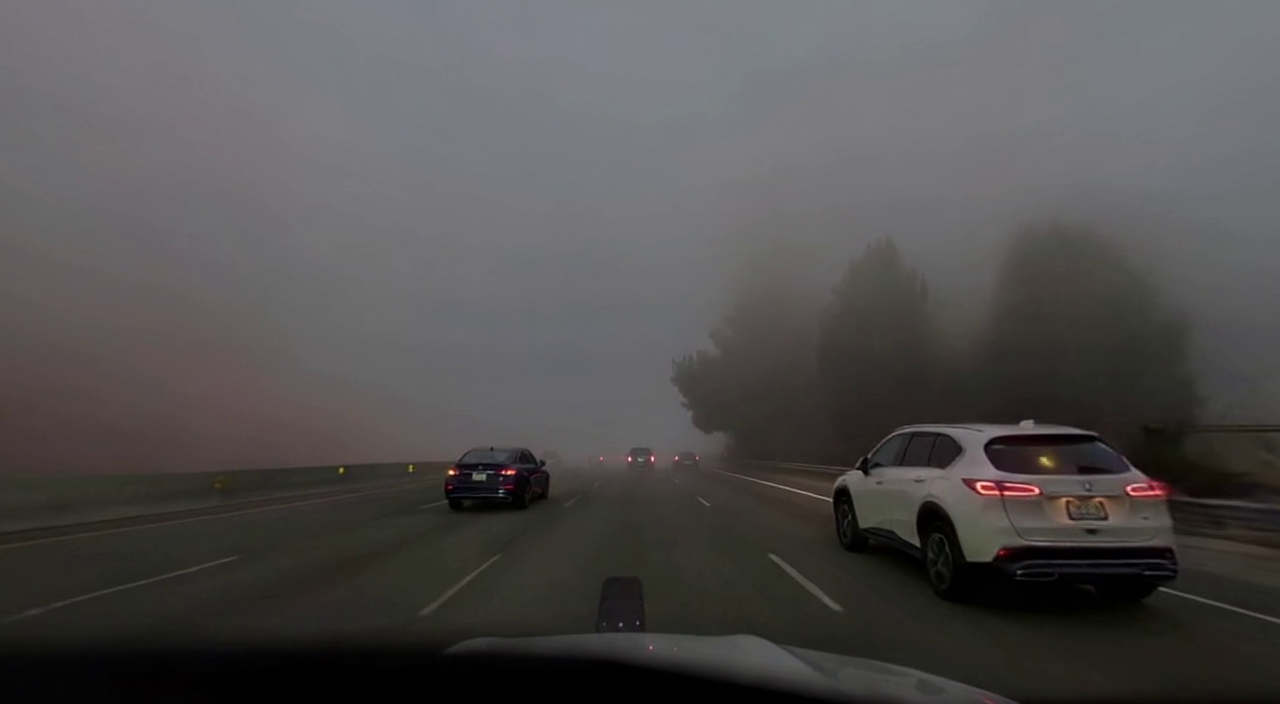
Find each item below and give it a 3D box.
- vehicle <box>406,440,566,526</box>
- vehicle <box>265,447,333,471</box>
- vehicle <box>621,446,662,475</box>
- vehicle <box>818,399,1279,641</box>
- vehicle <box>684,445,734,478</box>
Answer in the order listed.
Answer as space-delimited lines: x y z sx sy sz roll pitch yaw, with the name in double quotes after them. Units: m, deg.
-3.034 2.695 13.697 2.130 1.514 4.766 0 -8 2 "vehicle"
-24.580 7.718 45.785 1.828 1.560 4.372 -2 -9 13 "vehicle"
0.138 6.780 39.748 2.408 1.748 4.217 0 -8 1 "vehicle"
3.616 1.535 6.854 2.029 1.716 4.545 0 -8 0 "vehicle"
3.860 6.178 35.988 2.320 1.735 4.408 0 -8 0 "vehicle"
